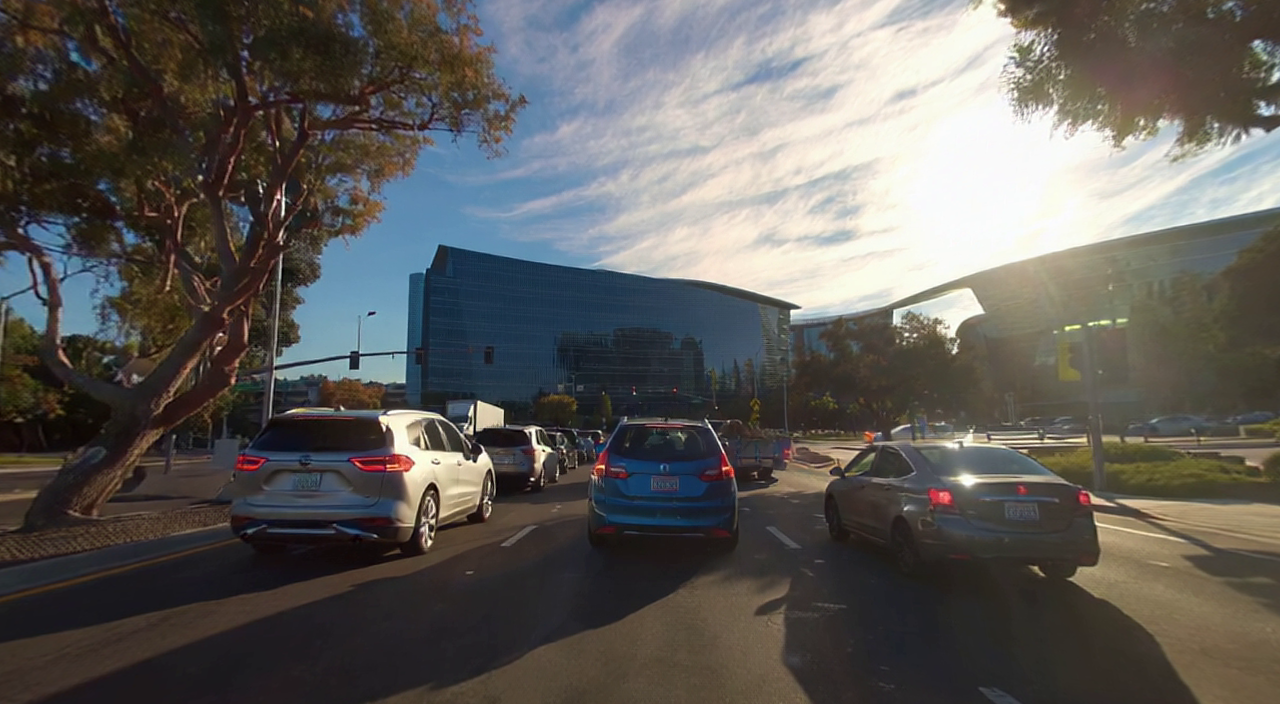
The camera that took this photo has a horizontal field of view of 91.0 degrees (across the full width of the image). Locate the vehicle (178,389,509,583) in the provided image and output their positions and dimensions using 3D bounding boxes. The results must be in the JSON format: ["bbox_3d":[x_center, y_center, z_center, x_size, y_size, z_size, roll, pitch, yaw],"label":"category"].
[{"bbox_3d":[-3.249,1.578,8.180,2.085,1.812,4.388,0,-8,1],"label":"vehicle"}]

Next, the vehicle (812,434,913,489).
[{"bbox_3d":[7.188,3.554,20.816,2.067,1.599,4.251,-1,-8,5],"label":"vehicle"}]

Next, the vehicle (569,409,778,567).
[{"bbox_3d":[0.381,1.746,8.777,2.189,1.649,4.171,0,-8,1],"label":"vehicle"}]
